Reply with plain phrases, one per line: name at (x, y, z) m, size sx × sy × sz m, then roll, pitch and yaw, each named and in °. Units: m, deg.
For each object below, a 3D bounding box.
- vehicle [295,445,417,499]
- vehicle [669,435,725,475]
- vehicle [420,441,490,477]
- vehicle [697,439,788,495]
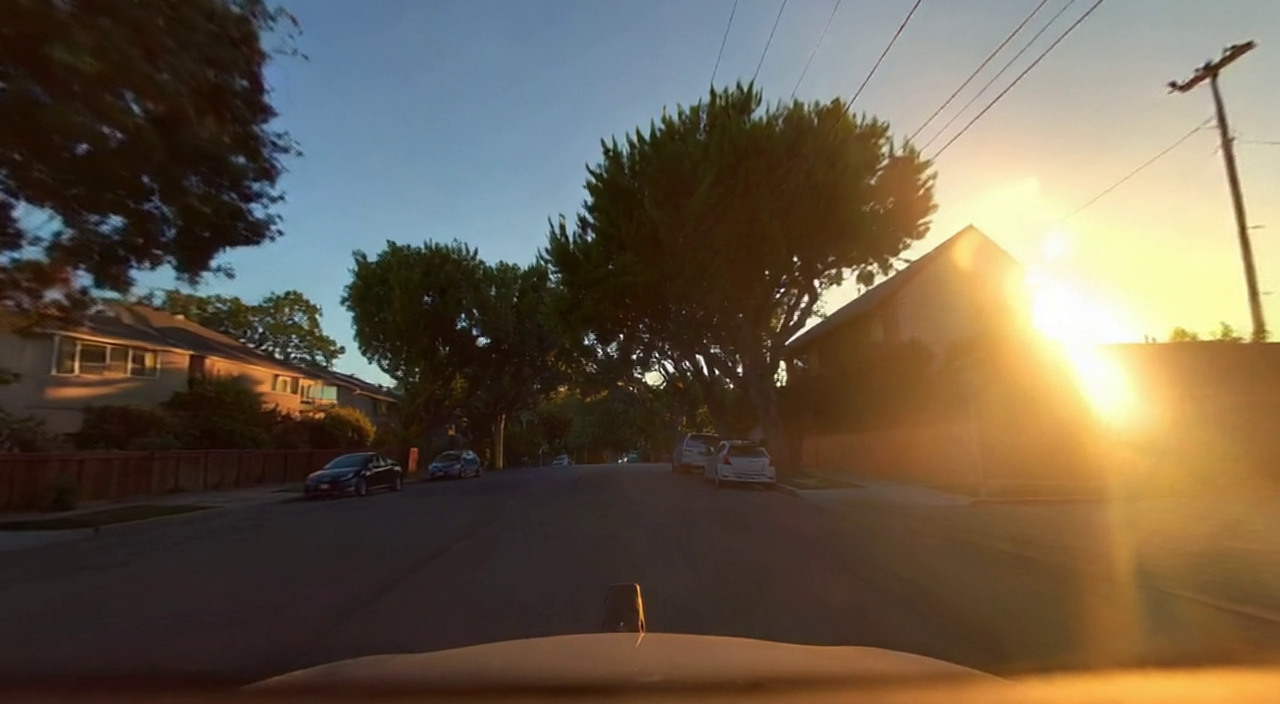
vehicle at (-8.683, 3.667, 19.816) m, size 1.937 × 1.427 × 4.510 m, roll 0°, pitch -8°, yaw -3°
vehicle at (2.858, 5.319, 32.953) m, size 2.225 × 1.911 × 5.322 m, roll 0°, pitch -8°, yaw -2°
vehicle at (-9.007, 5.220, 31.134) m, size 2.027 × 1.584 × 4.476 m, roll -1°, pitch -8°, yaw 1°
vehicle at (3.035, 3.510, 19.684) m, size 1.927 × 1.529 × 4.144 m, roll 0°, pitch -8°, yaw -3°
